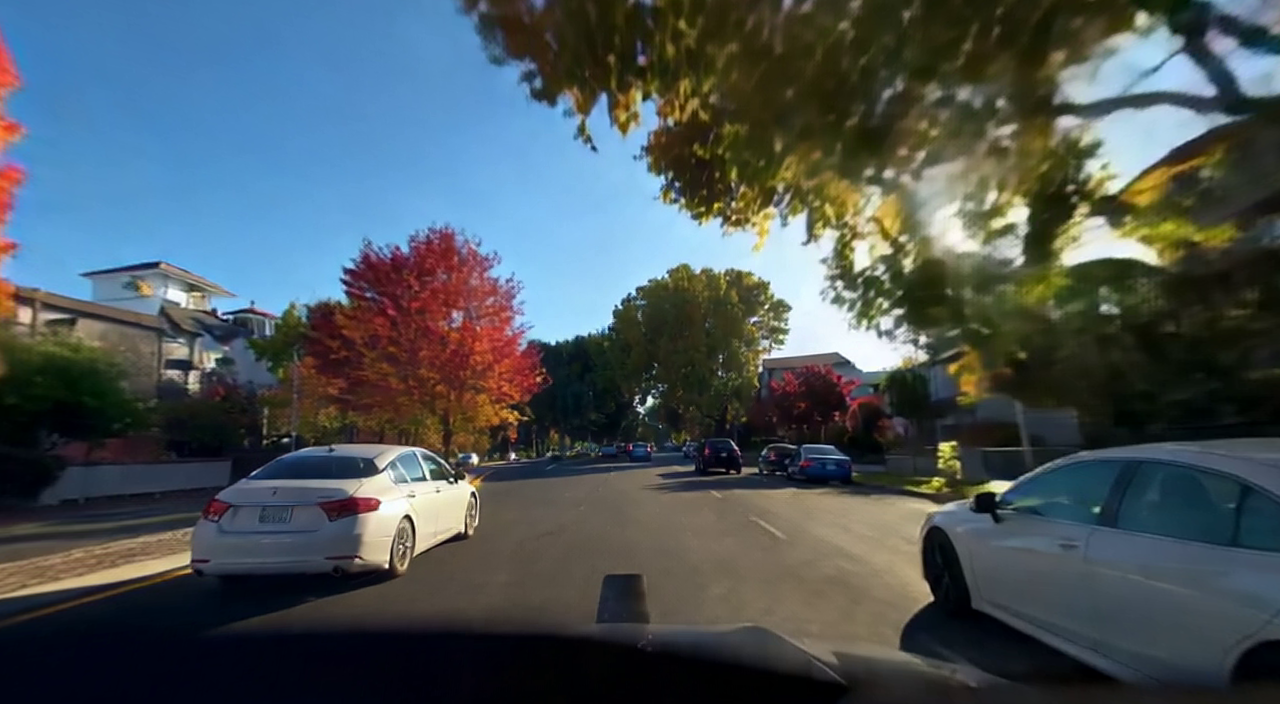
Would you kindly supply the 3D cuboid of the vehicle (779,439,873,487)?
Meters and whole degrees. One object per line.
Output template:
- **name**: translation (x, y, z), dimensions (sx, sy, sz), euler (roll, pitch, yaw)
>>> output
- **vehicle**: translation (7.029, 4.240, 24.366), dimensions (2.114, 1.628, 4.932), euler (0, -8, 0)

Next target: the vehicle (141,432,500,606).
- **vehicle**: translation (-3.272, 1.782, 7.746), dimensions (1.997, 1.479, 4.547), euler (0, -8, 0)

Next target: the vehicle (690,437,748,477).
- **vehicle**: translation (3.520, 4.809, 28.932), dimensions (2.019, 1.675, 4.488), euler (0, -8, -1)

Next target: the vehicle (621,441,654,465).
- **vehicle**: translation (-0.159, 7.213, 45.035), dimensions (2.293, 1.662, 4.262), euler (0, -8, 0)

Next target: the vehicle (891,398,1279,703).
- **vehicle**: translation (3.207, 1.052, 3.134), dimensions (2.060, 1.474, 4.475), euler (0, -8, 0)
